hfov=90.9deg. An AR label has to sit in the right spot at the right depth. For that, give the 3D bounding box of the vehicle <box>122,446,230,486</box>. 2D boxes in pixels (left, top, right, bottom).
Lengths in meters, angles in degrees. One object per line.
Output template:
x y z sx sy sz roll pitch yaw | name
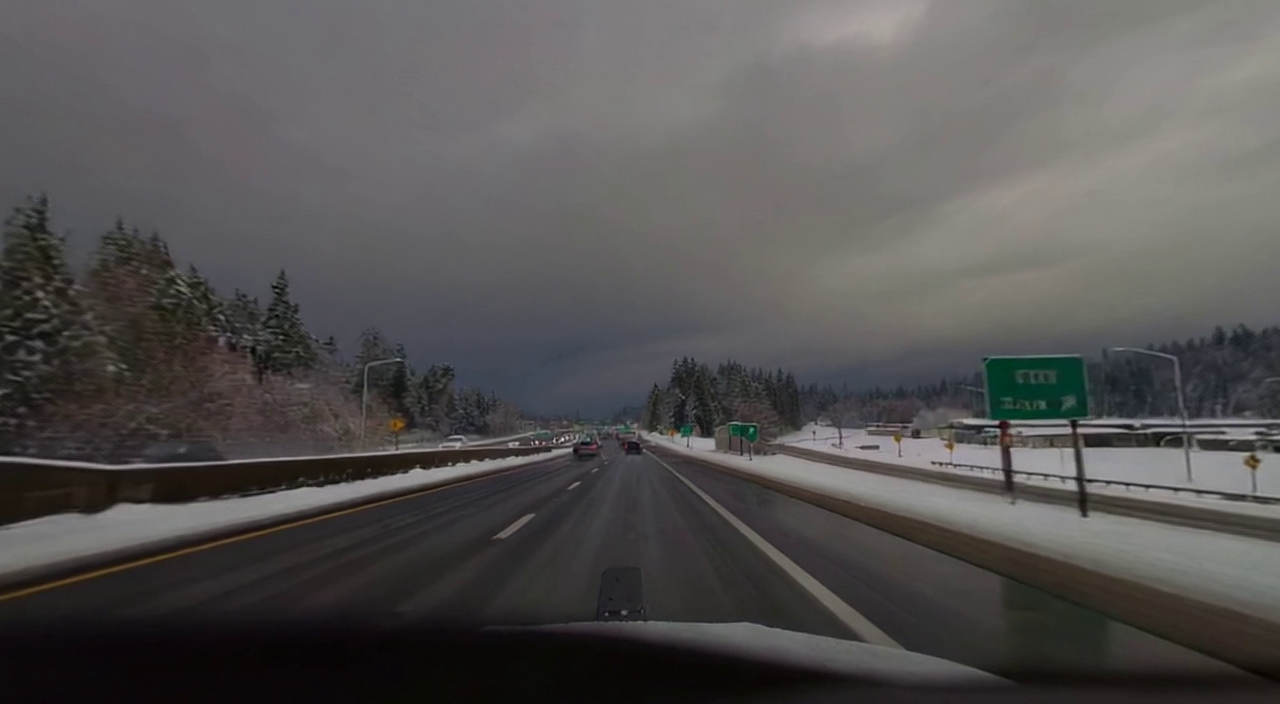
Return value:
-17.029 4.163 23.351 1.457 1.357 3.245 0 -8 1 | vehicle

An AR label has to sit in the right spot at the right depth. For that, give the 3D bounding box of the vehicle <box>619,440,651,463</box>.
-0.321 6.920 44.023 2.100 1.471 3.956 0 -8 0 | vehicle

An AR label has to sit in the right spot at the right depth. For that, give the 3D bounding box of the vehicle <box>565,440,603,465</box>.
-3.596 6.487 41.069 2.067 1.509 4.551 0 -8 0 | vehicle

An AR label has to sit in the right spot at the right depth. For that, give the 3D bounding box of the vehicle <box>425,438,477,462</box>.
-13.069 6.811 43.920 2.289 1.607 4.231 0 -8 0 | vehicle
